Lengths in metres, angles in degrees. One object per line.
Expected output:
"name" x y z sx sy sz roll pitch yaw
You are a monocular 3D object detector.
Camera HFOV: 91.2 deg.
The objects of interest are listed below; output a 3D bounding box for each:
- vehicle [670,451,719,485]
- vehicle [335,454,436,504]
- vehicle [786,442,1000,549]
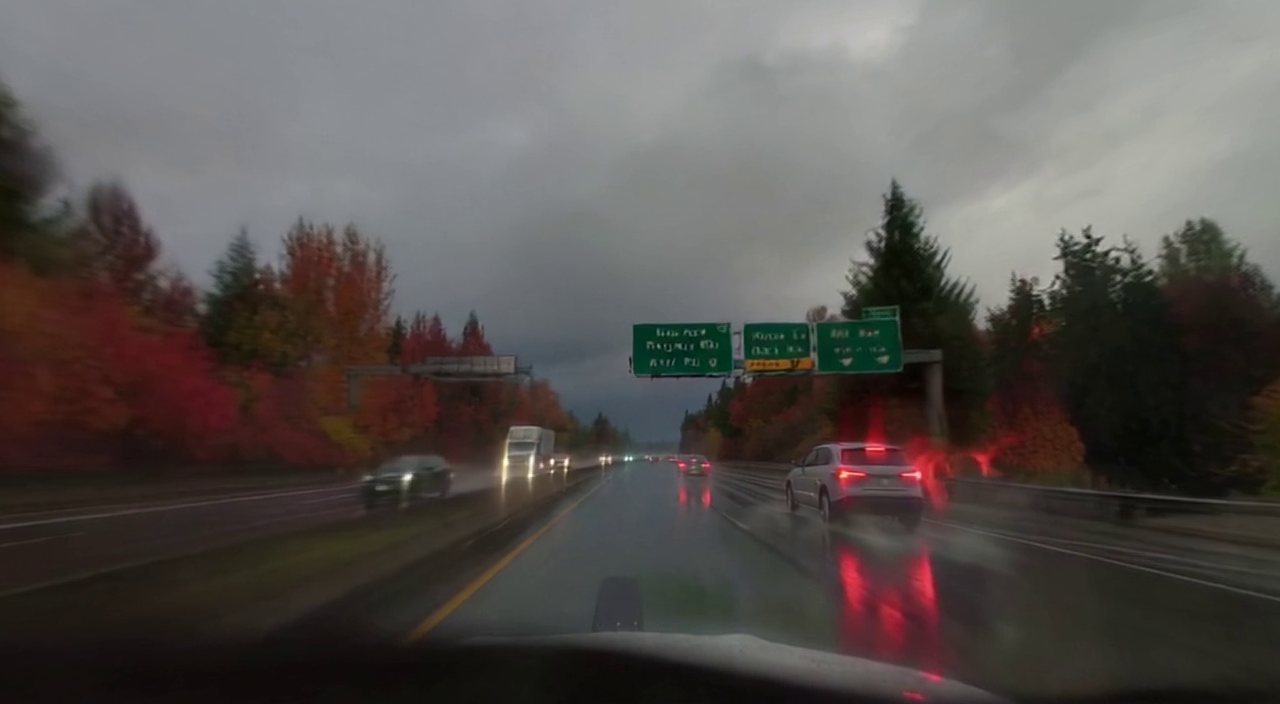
"vehicle" 2.664 5.794 31.623 2.070 1.546 4.648 0 -9 1
"vehicle" -8.879 4.433 22.249 1.888 1.527 3.957 0 -9 0
"vehicle" 4.271 2.471 11.496 2.119 1.557 4.163 0 -9 -1
